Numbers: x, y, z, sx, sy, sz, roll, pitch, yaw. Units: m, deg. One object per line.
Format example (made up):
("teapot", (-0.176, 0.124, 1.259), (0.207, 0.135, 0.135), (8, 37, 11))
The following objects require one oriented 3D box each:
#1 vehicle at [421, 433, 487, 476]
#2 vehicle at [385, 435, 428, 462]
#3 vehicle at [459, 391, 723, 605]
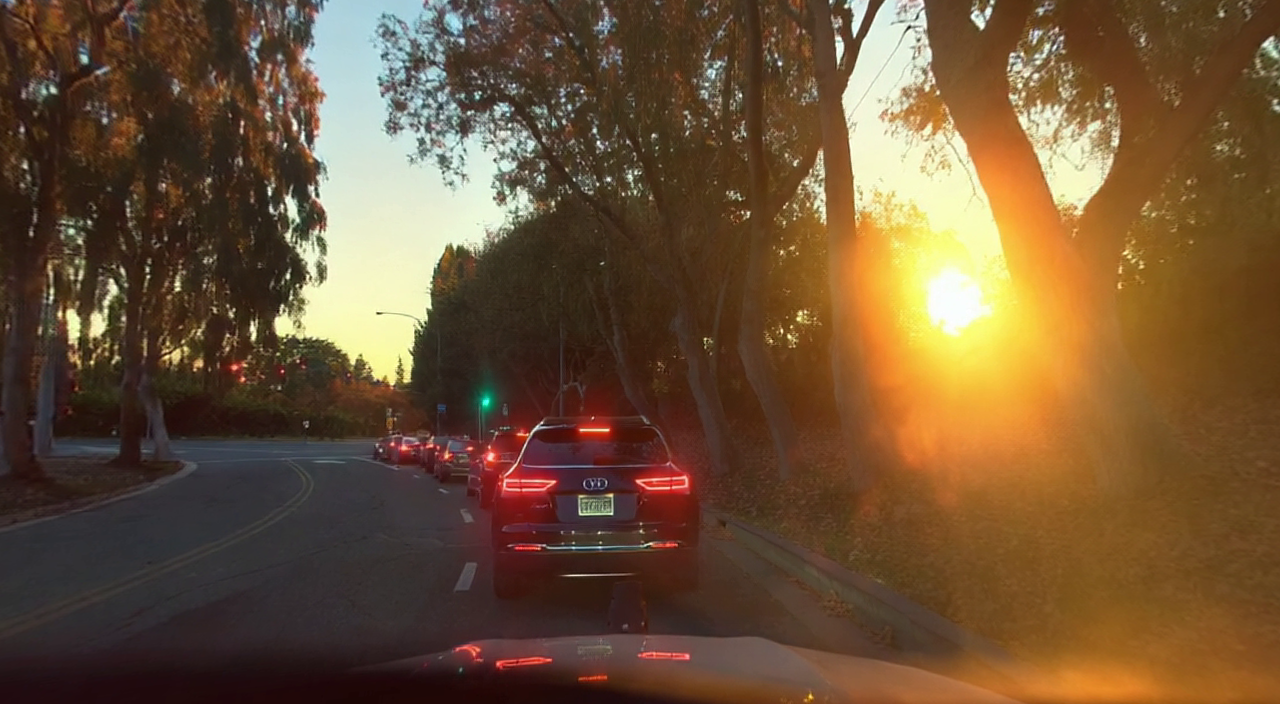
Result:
("vehicle", (-7.309, 3.949, 24.495), (1.902, 1.536, 3.662), (4, -9, -24))
("vehicle", (-13.759, 5.645, 36.897), (1.863, 1.488, 4.426), (4, -9, -26))
("vehicle", (-0.686, 1.459, 7.212), (2.134, 1.671, 4.147), (1, -8, -9))
